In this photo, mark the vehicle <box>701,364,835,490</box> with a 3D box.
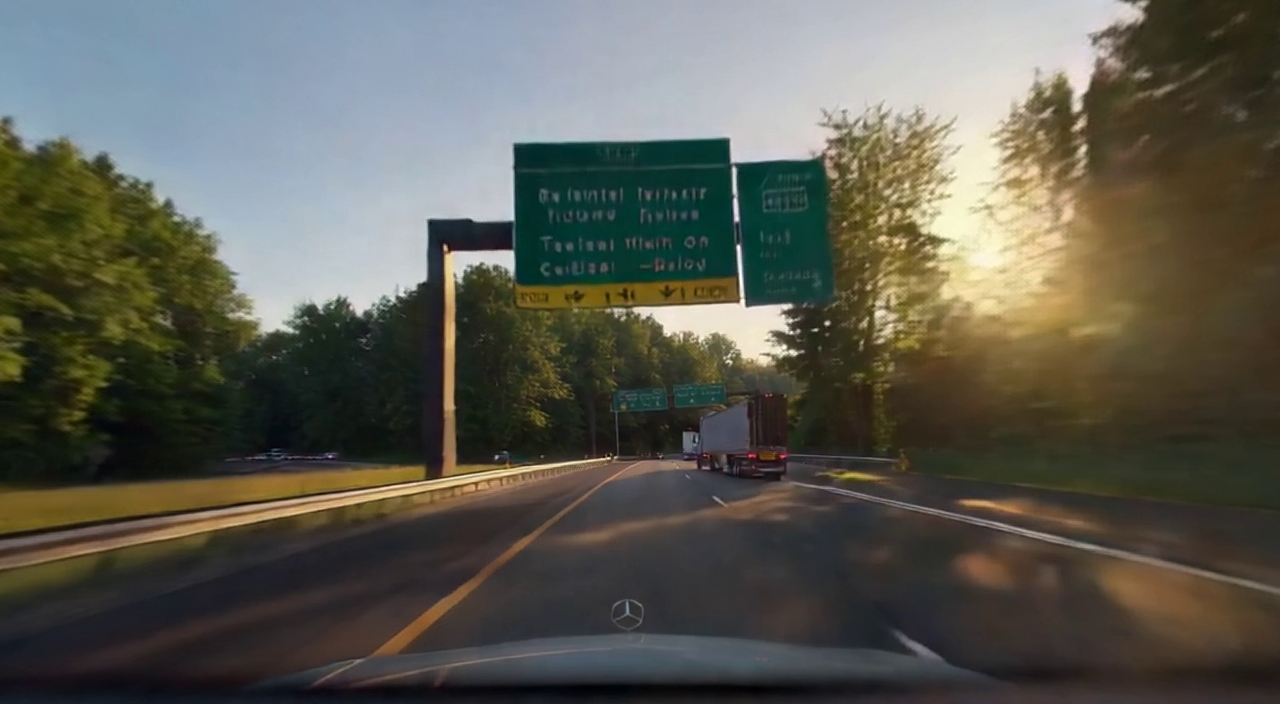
[{"bbox_3d":[4.723,3.440,26.980,2.859,3.984,14.045,0,-9,0],"label":"vehicle"}]
